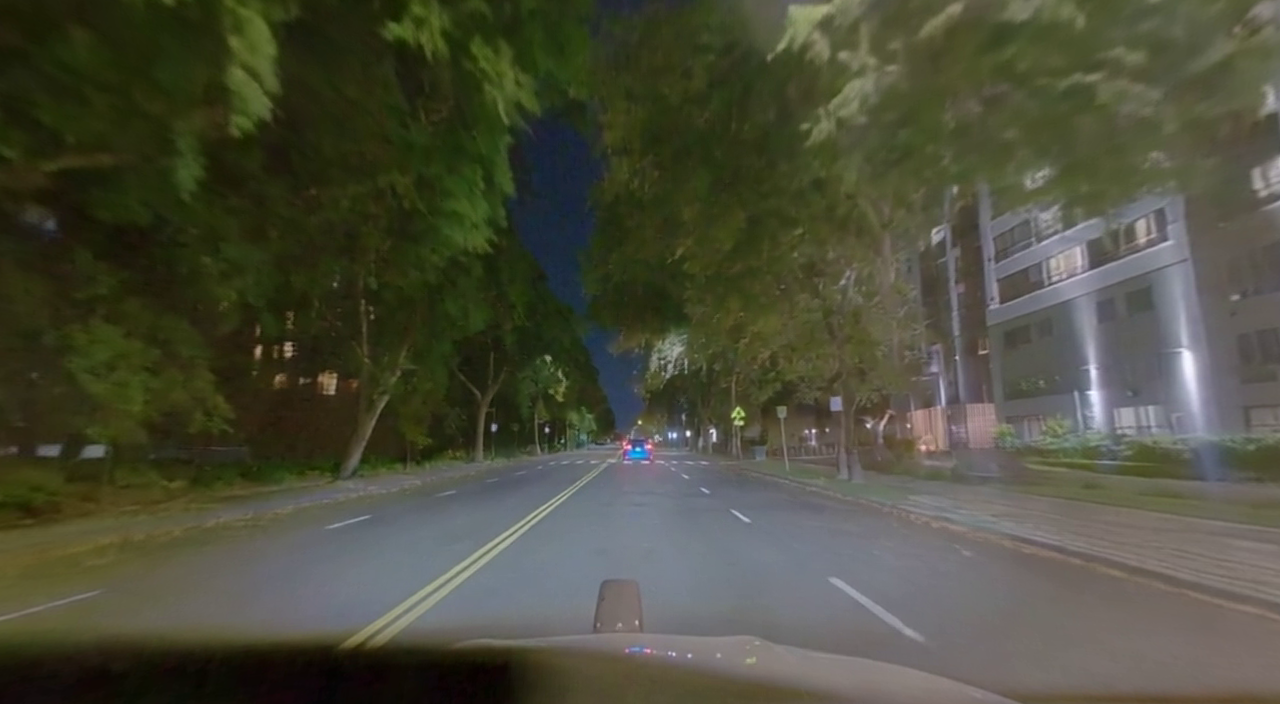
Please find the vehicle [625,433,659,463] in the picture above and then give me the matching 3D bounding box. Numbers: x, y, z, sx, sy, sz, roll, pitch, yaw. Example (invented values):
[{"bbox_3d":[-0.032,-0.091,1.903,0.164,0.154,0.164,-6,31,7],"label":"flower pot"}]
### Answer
[{"bbox_3d":[0.119,5.896,38.721,1.981,1.703,3.691,0,-8,1],"label":"vehicle"}]
